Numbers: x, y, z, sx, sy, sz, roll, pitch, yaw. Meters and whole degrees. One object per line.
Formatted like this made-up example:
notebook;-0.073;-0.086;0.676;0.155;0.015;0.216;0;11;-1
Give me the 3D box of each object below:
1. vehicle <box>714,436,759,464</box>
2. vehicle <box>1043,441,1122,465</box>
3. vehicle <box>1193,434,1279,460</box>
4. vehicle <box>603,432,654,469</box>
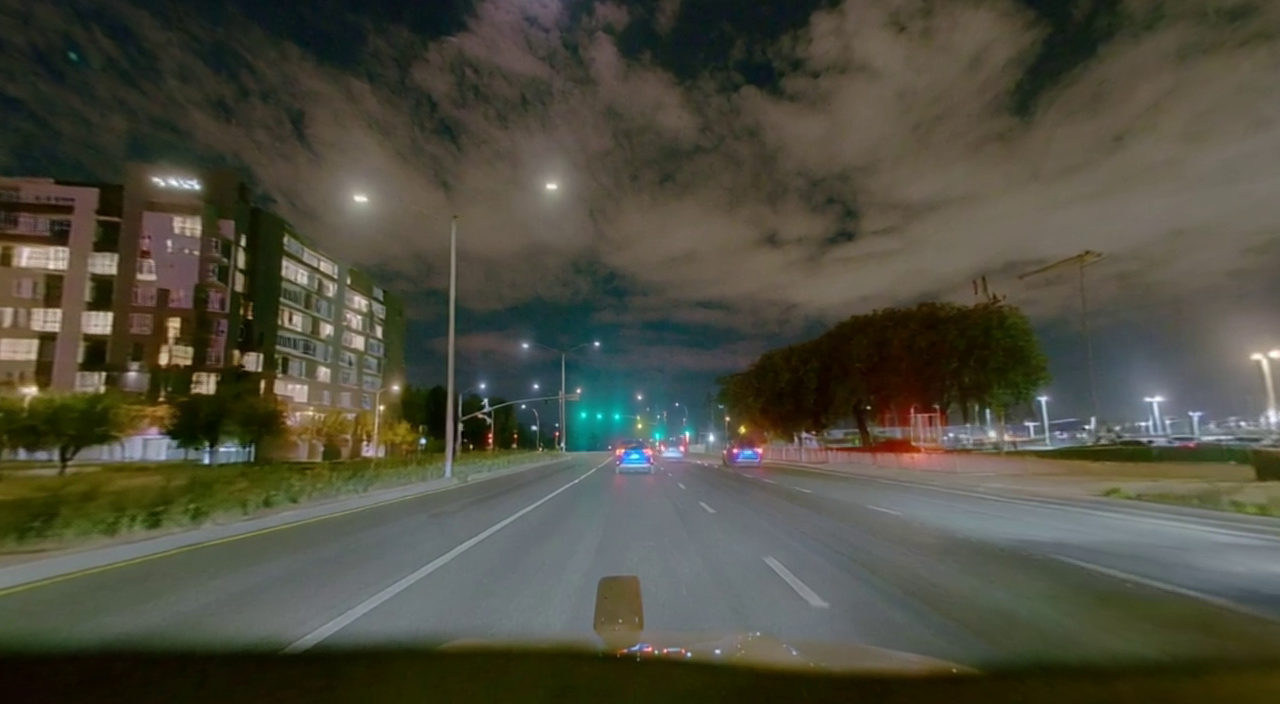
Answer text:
vehicle;6.532;6.715;43.100;2.136;1.799;4.796;1;-9;-2
vehicle;33.033;7.536;47.122;1.912;1.702;4.303;5;-10;-28
vehicle;43.741;6.857;45.521;1.967;1.788;5.041;5;-10;-30
vehicle;-0.607;5.631;36.080;2.682;1.908;5.706;0;-9;0
